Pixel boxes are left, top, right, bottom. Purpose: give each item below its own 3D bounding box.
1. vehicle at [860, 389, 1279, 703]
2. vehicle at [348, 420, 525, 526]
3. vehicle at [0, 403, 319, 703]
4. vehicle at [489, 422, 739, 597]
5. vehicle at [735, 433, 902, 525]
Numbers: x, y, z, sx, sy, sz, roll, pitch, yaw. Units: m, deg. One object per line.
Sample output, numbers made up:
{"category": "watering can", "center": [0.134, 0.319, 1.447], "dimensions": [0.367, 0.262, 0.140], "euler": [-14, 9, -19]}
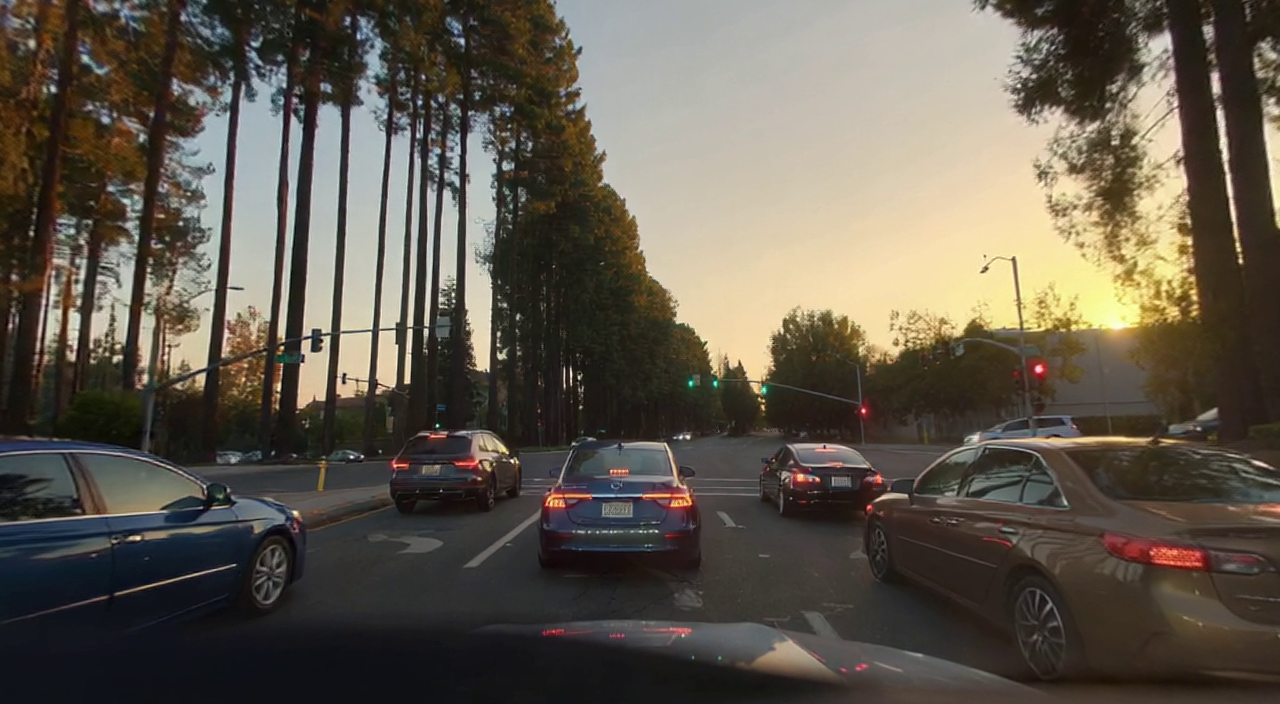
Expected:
{"category": "vehicle", "center": [3.137, 1.151, 4.050], "dimensions": [1.903, 1.480, 4.270], "euler": [0, -8, 0]}
{"category": "vehicle", "center": [-3.725, 2.298, 12.489], "dimensions": [1.961, 1.714, 4.268], "euler": [0, -8, 2]}
{"category": "vehicle", "center": [-3.641, 1.022, 3.000], "dimensions": [1.935, 1.482, 4.433], "euler": [0, -8, -1]}
{"category": "vehicle", "center": [-0.260, 1.640, 7.405], "dimensions": [2.147, 1.479, 3.803], "euler": [0, -8, -1]}
{"category": "vehicle", "center": [3.187, 2.336, 12.323], "dimensions": [1.975, 1.460, 4.357], "euler": [0, -8, 0]}
